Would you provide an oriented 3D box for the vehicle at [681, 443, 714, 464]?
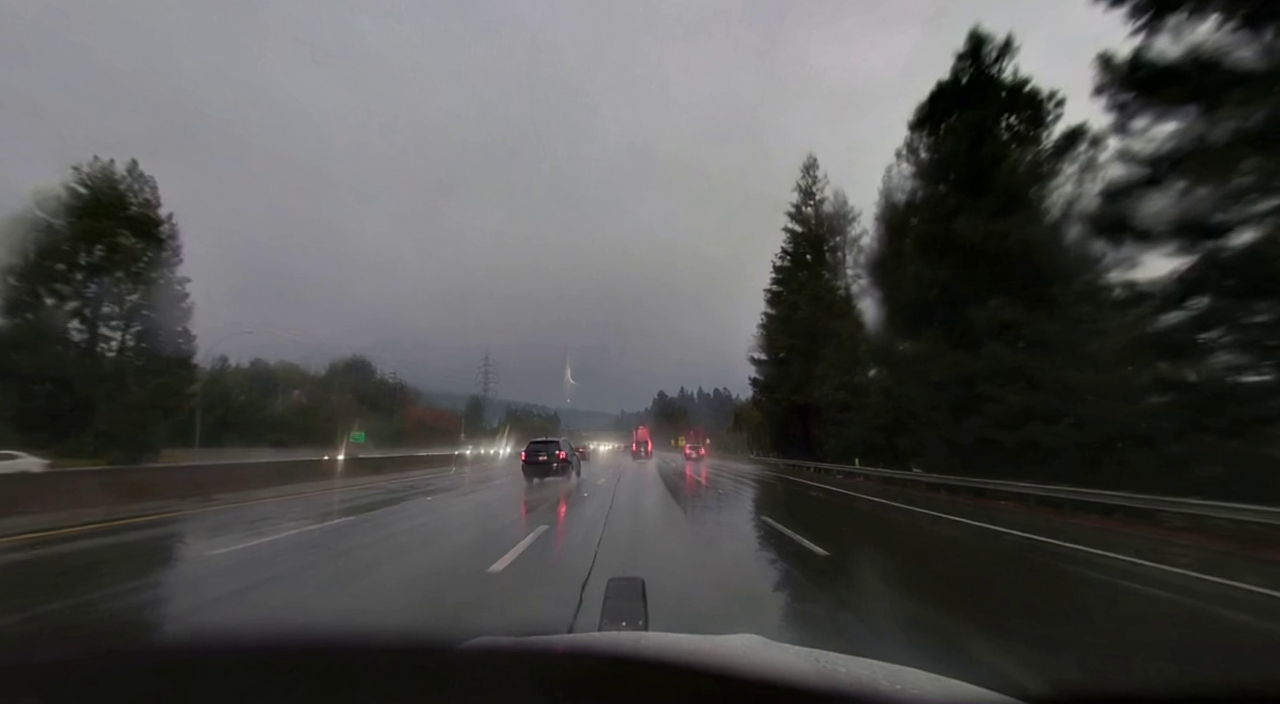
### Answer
[{"bbox_3d":[4.214,7.538,46.878,1.964,1.479,4.252,0,-8,0],"label":"vehicle"}]

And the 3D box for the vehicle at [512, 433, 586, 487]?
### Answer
[{"bbox_3d":[-3.119,3.775,22.377,1.961,1.704,4.052,0,-8,1],"label":"vehicle"}]

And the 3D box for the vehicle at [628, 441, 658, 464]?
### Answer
[{"bbox_3d":[0.253,7.504,47.398,2.156,1.647,3.987,0,-8,1],"label":"vehicle"}]
